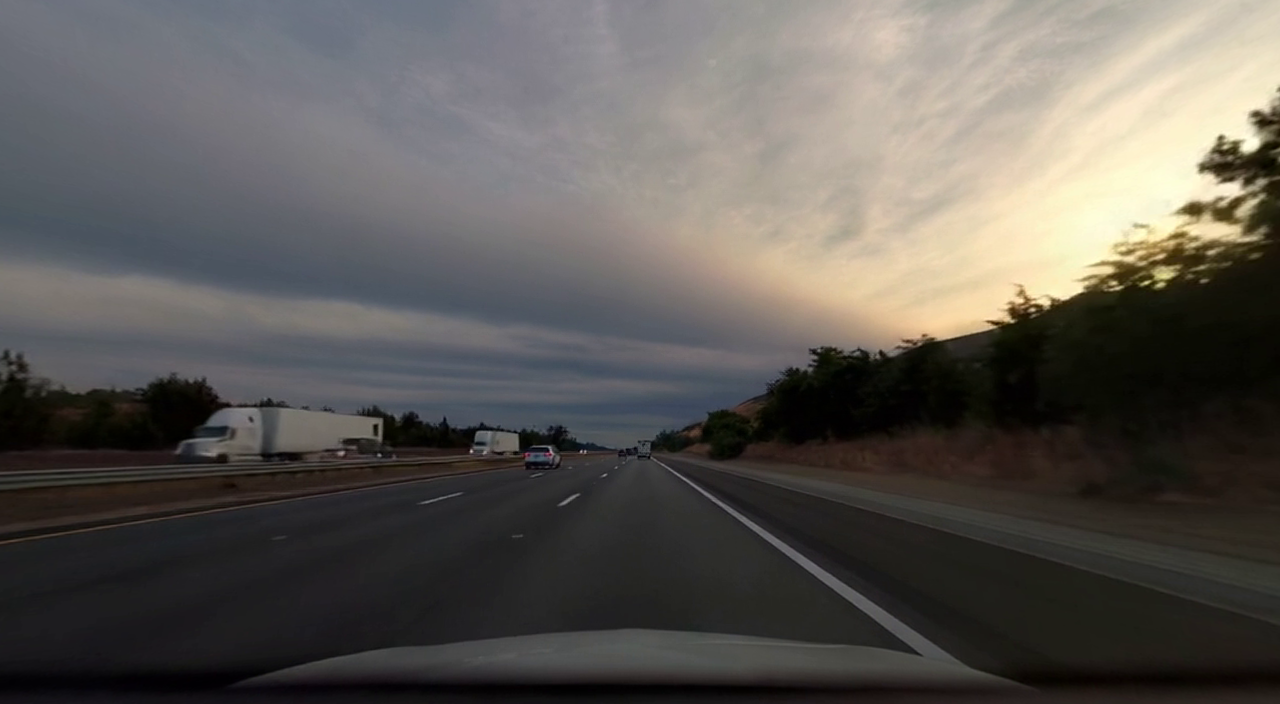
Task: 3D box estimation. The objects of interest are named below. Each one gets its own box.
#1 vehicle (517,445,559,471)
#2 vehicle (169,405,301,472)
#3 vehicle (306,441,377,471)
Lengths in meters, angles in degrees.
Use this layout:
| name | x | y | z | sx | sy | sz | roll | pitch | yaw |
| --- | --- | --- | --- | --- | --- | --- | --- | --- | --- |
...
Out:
| name | x | y | z | sx | sy | sz | roll | pitch | yaw |
| --- | --- | --- | --- | --- | --- | --- | --- | --- | --- |
| vehicle | -6.913 | 7.262 | 43.229 | 2.115 | 1.664 | 4.259 | 0 | -9 | 1 |
| vehicle | -23.127 | 5.050 | 36.600 | 2.983 | 3.489 | 6.928 | 0 | -9 | -1 |
| vehicle | -16.041 | 5.610 | 34.178 | 1.832 | 1.473 | 3.996 | 0 | -9 | 1 |
